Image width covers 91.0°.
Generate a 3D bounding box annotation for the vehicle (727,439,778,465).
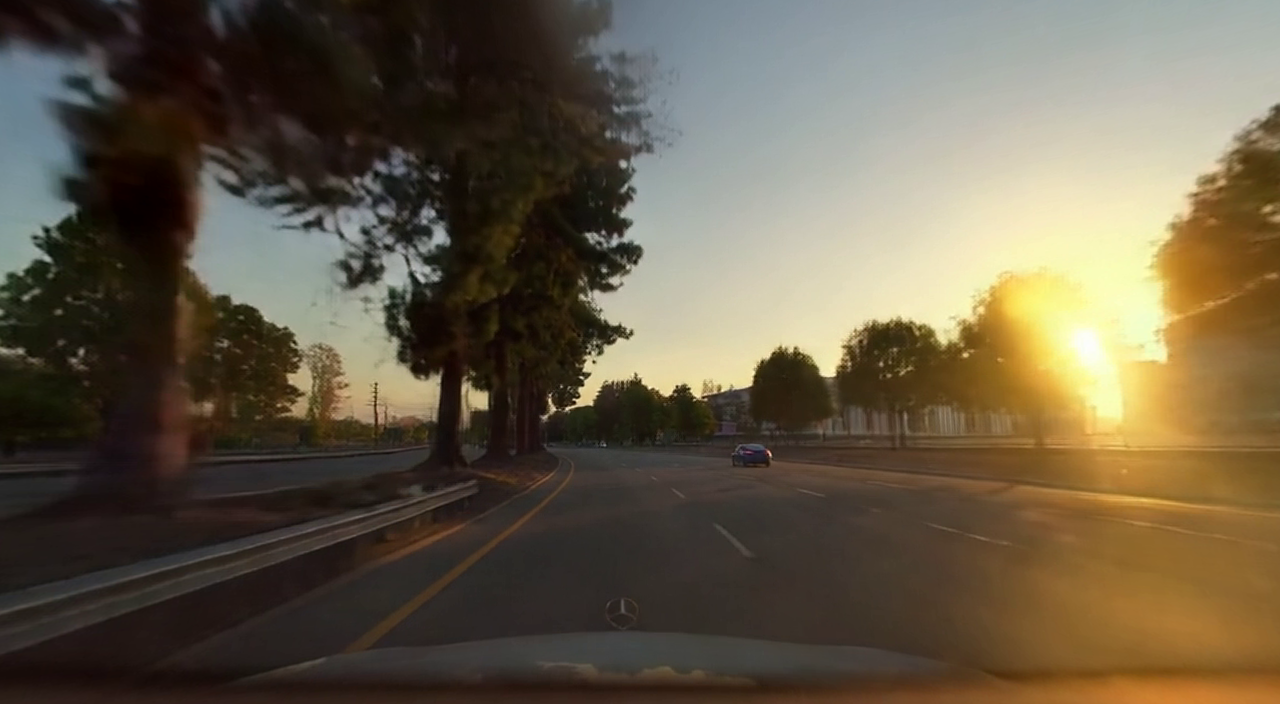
[{"bbox_3d":[7.066,6.318,39.896,1.908,1.483,4.474,1,-9,-7],"label":"vehicle"}]
